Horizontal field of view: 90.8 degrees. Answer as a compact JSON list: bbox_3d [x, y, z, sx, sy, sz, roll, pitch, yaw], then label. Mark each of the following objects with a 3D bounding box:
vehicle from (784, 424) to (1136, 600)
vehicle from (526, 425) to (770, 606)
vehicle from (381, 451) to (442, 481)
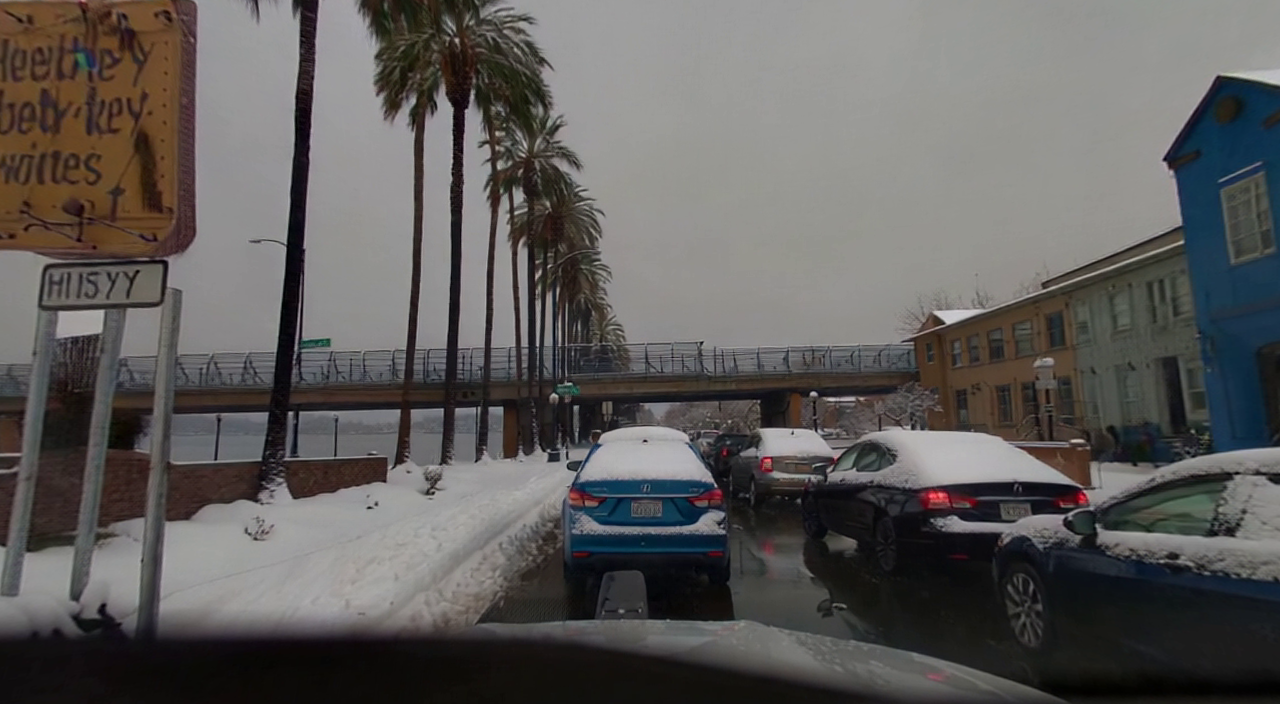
[{"bbox_3d":[3.272,1.714,7.713,1.920,1.490,4.417,0,-9,-1],"label":"vehicle"},{"bbox_3d":[0.060,1.668,7.246,2.048,1.503,3.681,0,-9,0],"label":"vehicle"},{"bbox_3d":[-14.960,7.480,41.703,2.104,1.802,4.852,0,-9,1],"label":"vehicle"}]
